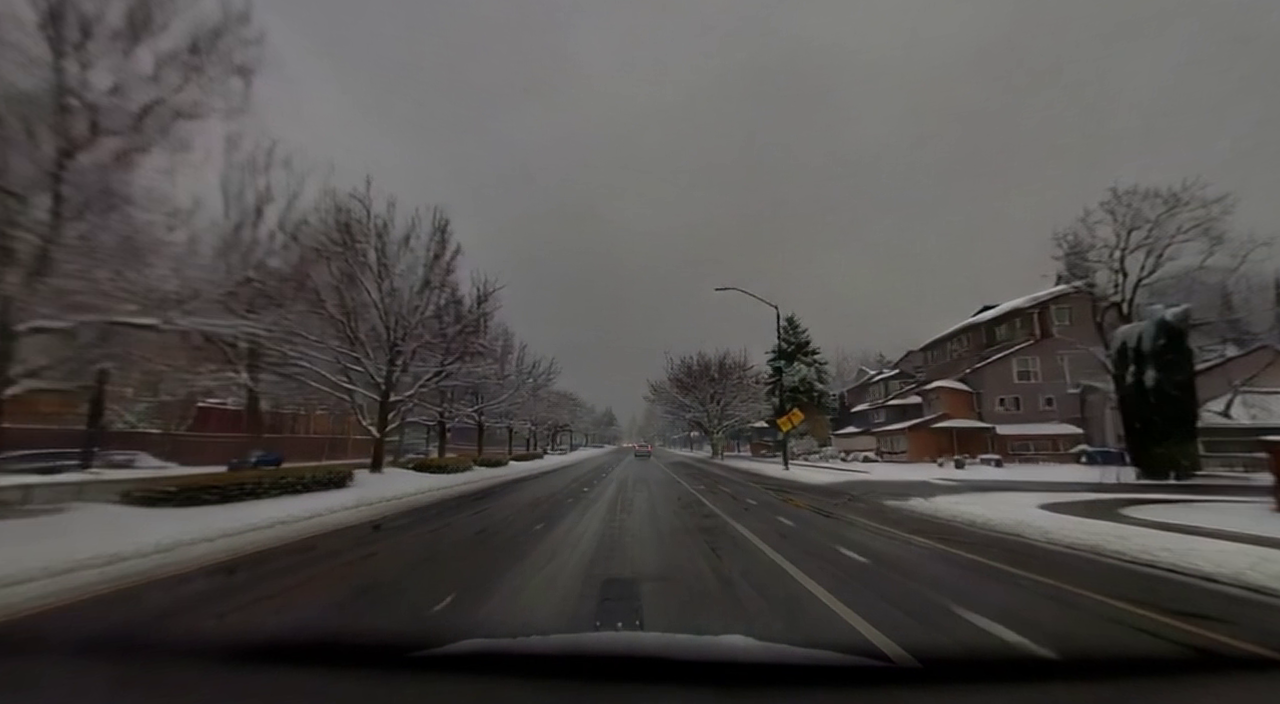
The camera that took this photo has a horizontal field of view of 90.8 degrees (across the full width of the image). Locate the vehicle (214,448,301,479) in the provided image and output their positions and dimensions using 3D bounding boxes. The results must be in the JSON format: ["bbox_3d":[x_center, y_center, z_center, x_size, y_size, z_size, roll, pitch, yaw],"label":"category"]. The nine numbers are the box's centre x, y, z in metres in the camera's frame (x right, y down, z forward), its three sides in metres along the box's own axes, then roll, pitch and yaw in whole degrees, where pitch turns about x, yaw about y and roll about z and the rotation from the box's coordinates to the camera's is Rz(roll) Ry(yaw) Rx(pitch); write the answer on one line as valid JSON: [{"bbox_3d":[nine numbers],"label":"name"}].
[{"bbox_3d":[-20.285,5.908,33.760,1.834,1.464,4.490,0,-8,0],"label":"vehicle"}]

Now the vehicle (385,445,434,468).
[{"bbox_3d":[-16.241,7.389,44.779,1.773,1.505,4.280,0,-9,1],"label":"vehicle"}]
